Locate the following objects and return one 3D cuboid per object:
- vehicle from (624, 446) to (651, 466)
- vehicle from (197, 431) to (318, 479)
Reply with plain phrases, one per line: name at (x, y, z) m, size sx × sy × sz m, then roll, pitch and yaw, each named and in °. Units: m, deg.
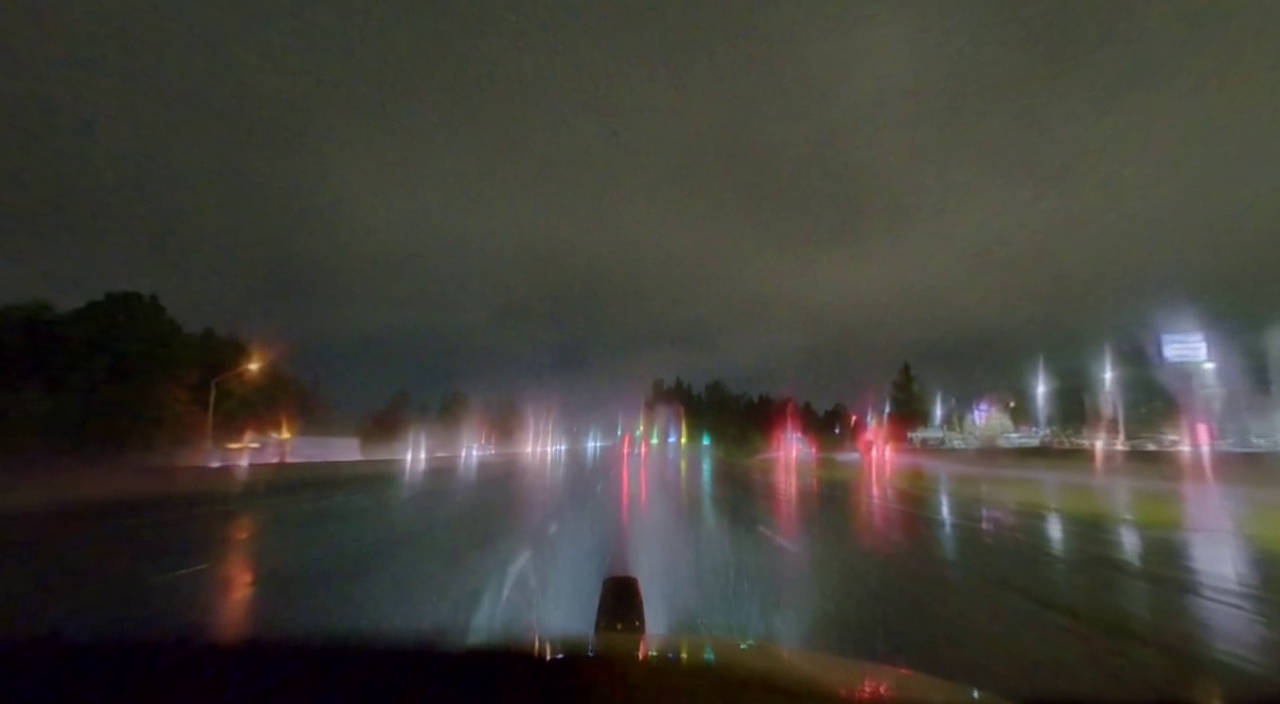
vehicle at (-0.227, 7.968, 48.496) m, size 2.025 × 1.460 × 4.189 m, roll 0°, pitch -9°, yaw -1°
vehicle at (-28.478, 7.741, 47.863) m, size 2.995 × 3.269 × 9.862 m, roll 0°, pitch -9°, yaw 0°
